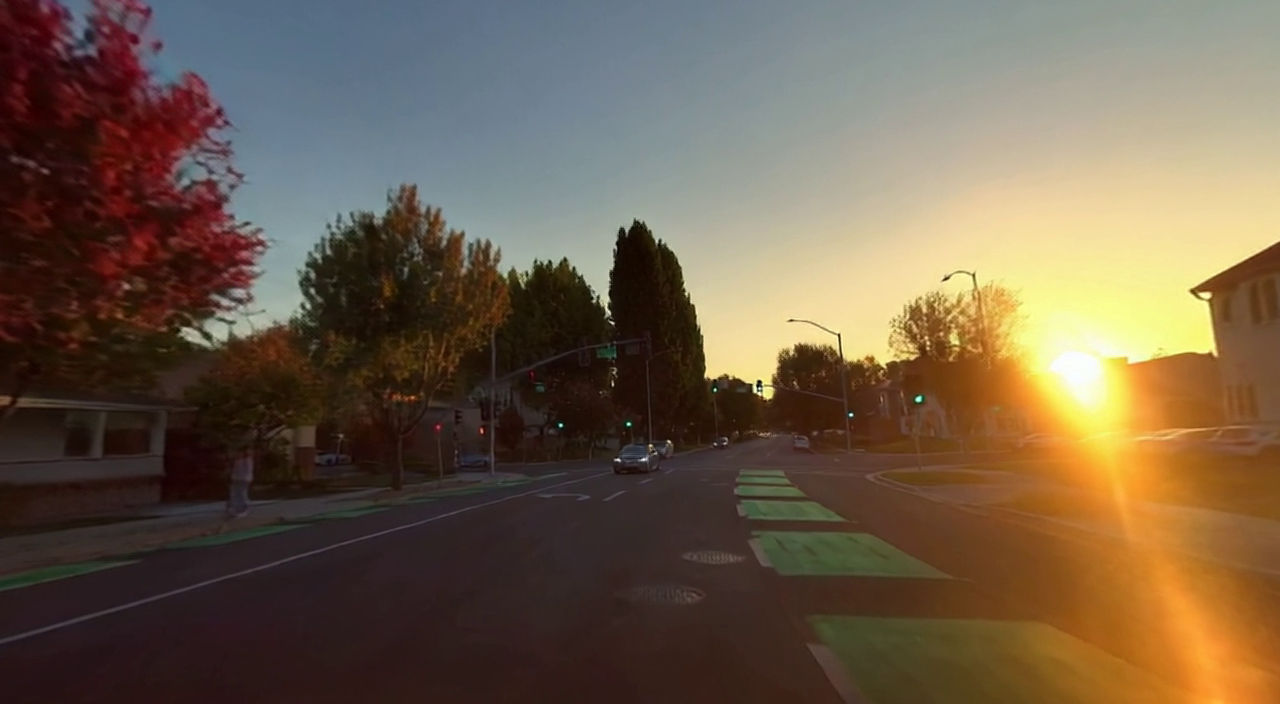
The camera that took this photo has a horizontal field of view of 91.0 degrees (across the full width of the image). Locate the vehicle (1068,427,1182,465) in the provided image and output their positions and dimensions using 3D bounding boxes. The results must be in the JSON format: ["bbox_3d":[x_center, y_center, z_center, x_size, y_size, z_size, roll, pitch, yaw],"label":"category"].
[{"bbox_3d":[21.712,4.234,28.496,1.937,1.474,5.114,-4,-9,12],"label":"vehicle"}]

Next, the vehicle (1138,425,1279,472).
[{"bbox_3d":[21.558,3.482,23.031,1.972,1.477,5.340,-2,-8,-5],"label":"vehicle"}]

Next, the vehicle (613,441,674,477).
[{"bbox_3d":[0.268,4.885,28.962,1.904,1.489,4.746,-2,-9,12],"label":"vehicle"}]
